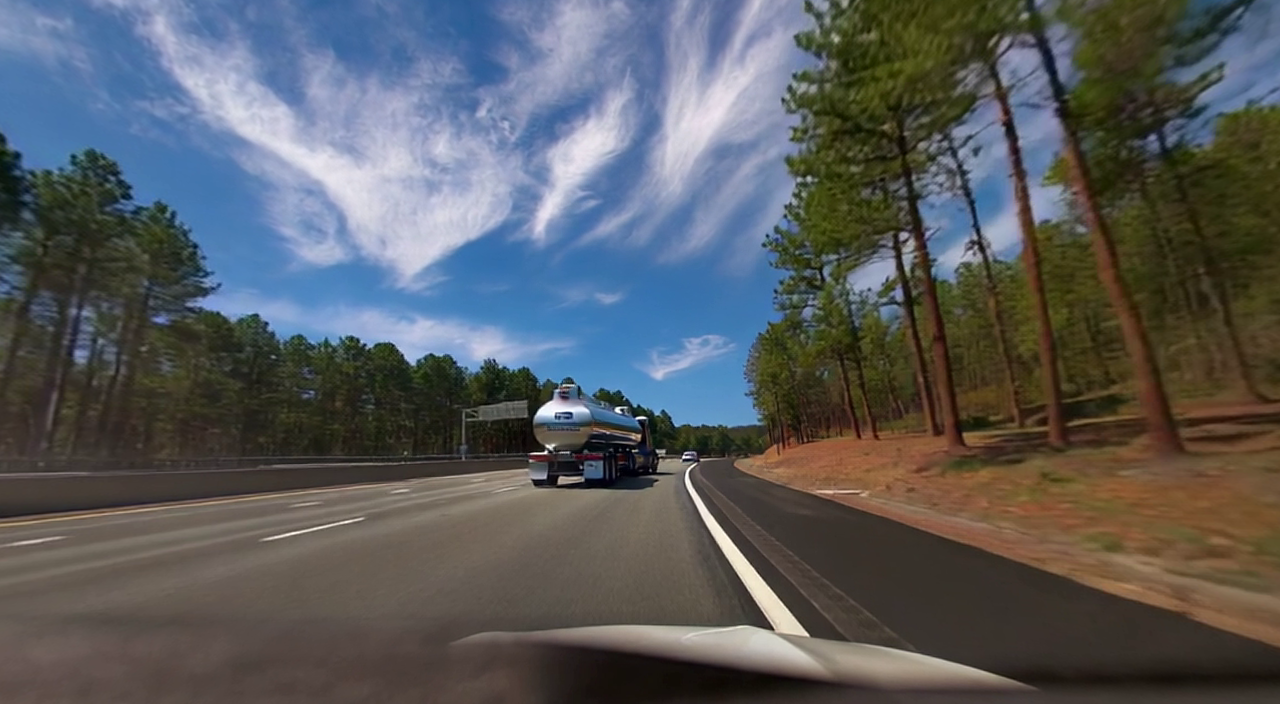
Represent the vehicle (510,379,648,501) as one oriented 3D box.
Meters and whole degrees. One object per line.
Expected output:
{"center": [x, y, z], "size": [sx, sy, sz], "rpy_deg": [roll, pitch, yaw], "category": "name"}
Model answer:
{"center": [-1.828, 3.679, 26.269], "size": [2.907, 3.747, 13.318], "rpy_deg": [-1, -8, 7], "category": "vehicle"}
